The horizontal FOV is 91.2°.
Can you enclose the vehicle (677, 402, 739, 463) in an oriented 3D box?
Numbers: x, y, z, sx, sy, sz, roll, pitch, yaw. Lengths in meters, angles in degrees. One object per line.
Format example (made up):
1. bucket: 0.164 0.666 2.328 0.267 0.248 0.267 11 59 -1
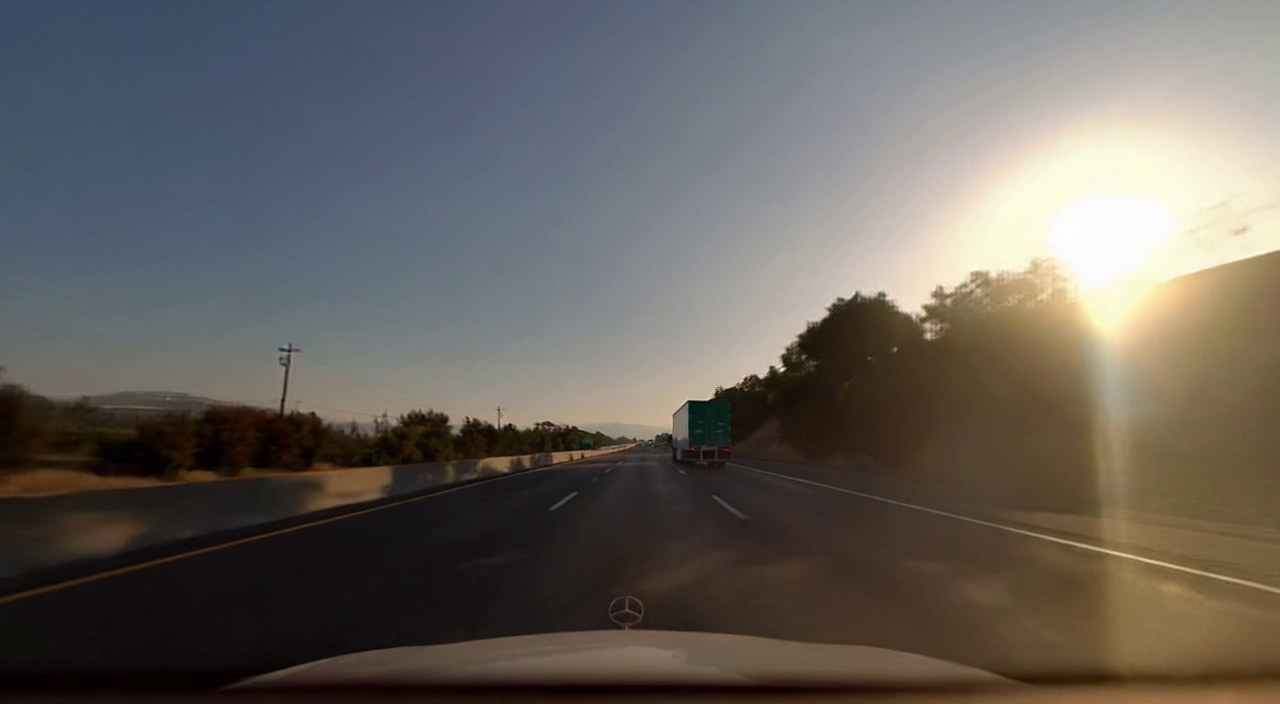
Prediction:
1. vehicle: 4.868 6.325 48.393 3.485 3.975 14.489 0 -8 1
